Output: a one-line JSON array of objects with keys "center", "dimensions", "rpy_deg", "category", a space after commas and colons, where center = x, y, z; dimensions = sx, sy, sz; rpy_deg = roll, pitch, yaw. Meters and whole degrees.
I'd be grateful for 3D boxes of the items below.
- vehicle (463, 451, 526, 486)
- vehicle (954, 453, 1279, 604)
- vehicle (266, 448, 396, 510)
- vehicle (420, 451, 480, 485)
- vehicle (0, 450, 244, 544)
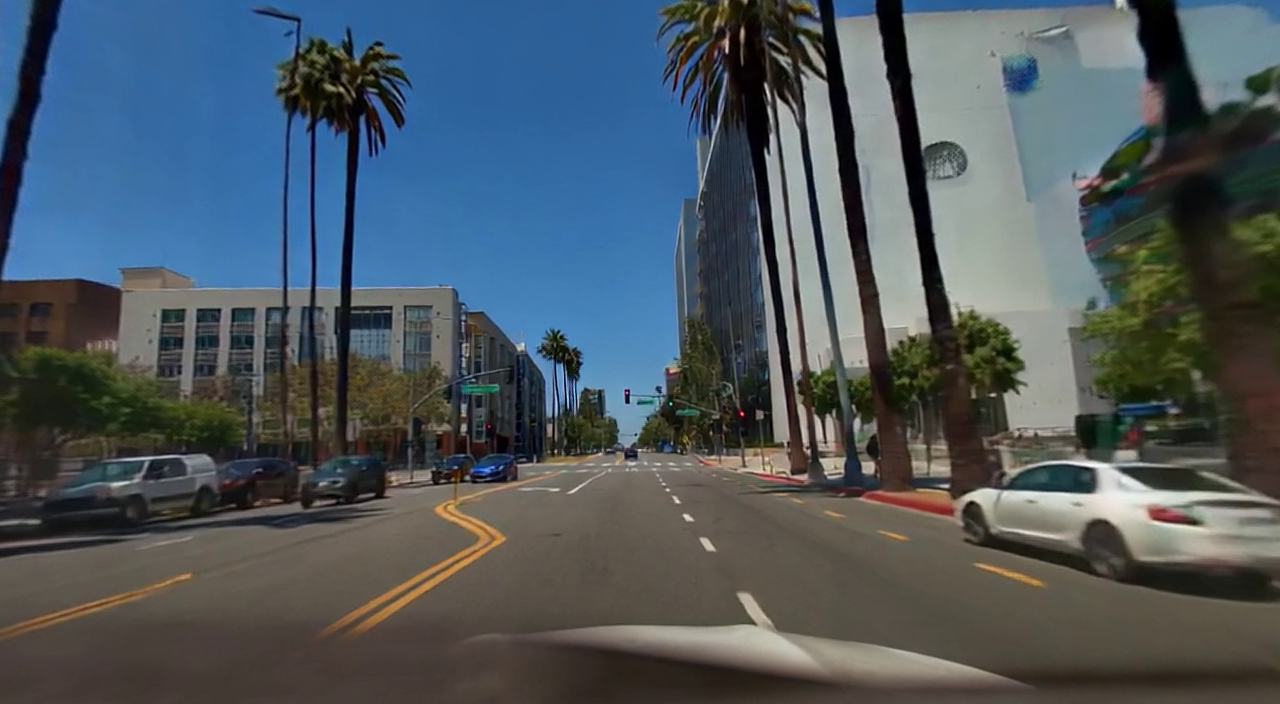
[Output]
[{"center": [-6.646, 5.340, 29.266], "dimensions": [1.868, 1.467, 4.267], "rpy_deg": [0, -9, 0], "category": "vehicle"}, {"center": [5.728, 1.946, 7.783], "dimensions": [1.784, 1.350, 3.677], "rpy_deg": [0, -9, 0], "category": "vehicle"}, {"center": [-9.722, 3.983, 20.331], "dimensions": [1.940, 1.726, 4.395], "rpy_deg": [0, -9, 0], "category": "vehicle"}, {"center": [-10.182, 6.201, 34.152], "dimensions": [1.923, 1.662, 4.318], "rpy_deg": [0, -9, -1], "category": "vehicle"}, {"center": [-13.399, 3.659, 16.809], "dimensions": [2.218, 1.822, 5.605], "rpy_deg": [-6, -9, -1], "category": "vehicle"}]
